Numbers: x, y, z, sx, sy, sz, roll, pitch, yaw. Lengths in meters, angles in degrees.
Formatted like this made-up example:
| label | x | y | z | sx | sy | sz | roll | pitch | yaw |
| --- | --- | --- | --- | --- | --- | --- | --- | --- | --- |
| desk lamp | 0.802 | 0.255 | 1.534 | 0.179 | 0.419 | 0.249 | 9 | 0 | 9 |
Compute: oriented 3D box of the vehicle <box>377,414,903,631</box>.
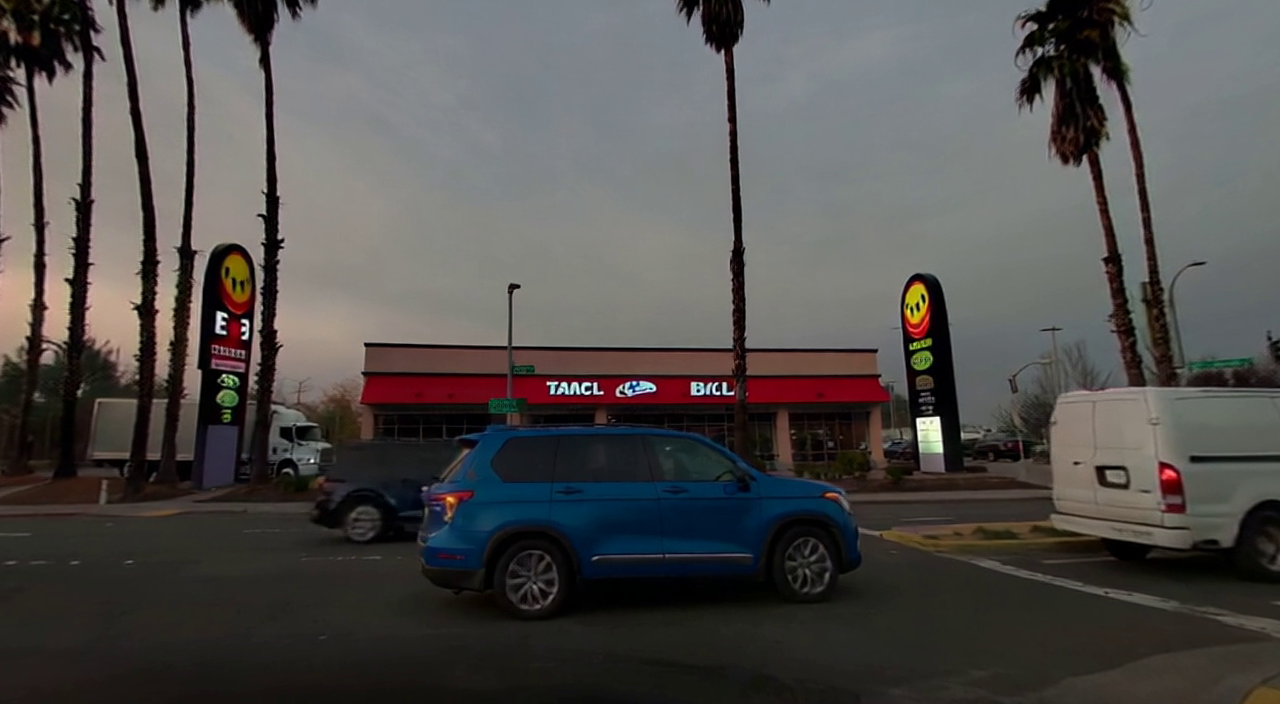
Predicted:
| label | x | y | z | sx | sy | sz | roll | pitch | yaw |
| --- | --- | --- | --- | --- | --- | --- | --- | --- | --- |
| vehicle | -0.020 | 1.577 | 6.522 | 4.493 | 1.728 | 2.137 | 1 | -9 | -7 |

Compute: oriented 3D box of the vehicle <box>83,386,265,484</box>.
| label | x | y | z | sx | sy | sz | roll | pitch | yaw |
| --- | --- | --- | --- | --- | --- | --- | --- | --- | --- |
| vehicle | -21.120 | 3.925 | 29.459 | 3.034 | 3.929 | 7.699 | 1 | -9 | -5 |

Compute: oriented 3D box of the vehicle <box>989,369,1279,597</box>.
| label | x | y | z | sx | sy | sz | roll | pitch | yaw |
| --- | --- | --- | --- | --- | --- | --- | --- | --- | --- |
| vehicle | 7.997 | 1.478 | 7.698 | 6.246 | 2.202 | 2.277 | 1 | -9 | -7 |
